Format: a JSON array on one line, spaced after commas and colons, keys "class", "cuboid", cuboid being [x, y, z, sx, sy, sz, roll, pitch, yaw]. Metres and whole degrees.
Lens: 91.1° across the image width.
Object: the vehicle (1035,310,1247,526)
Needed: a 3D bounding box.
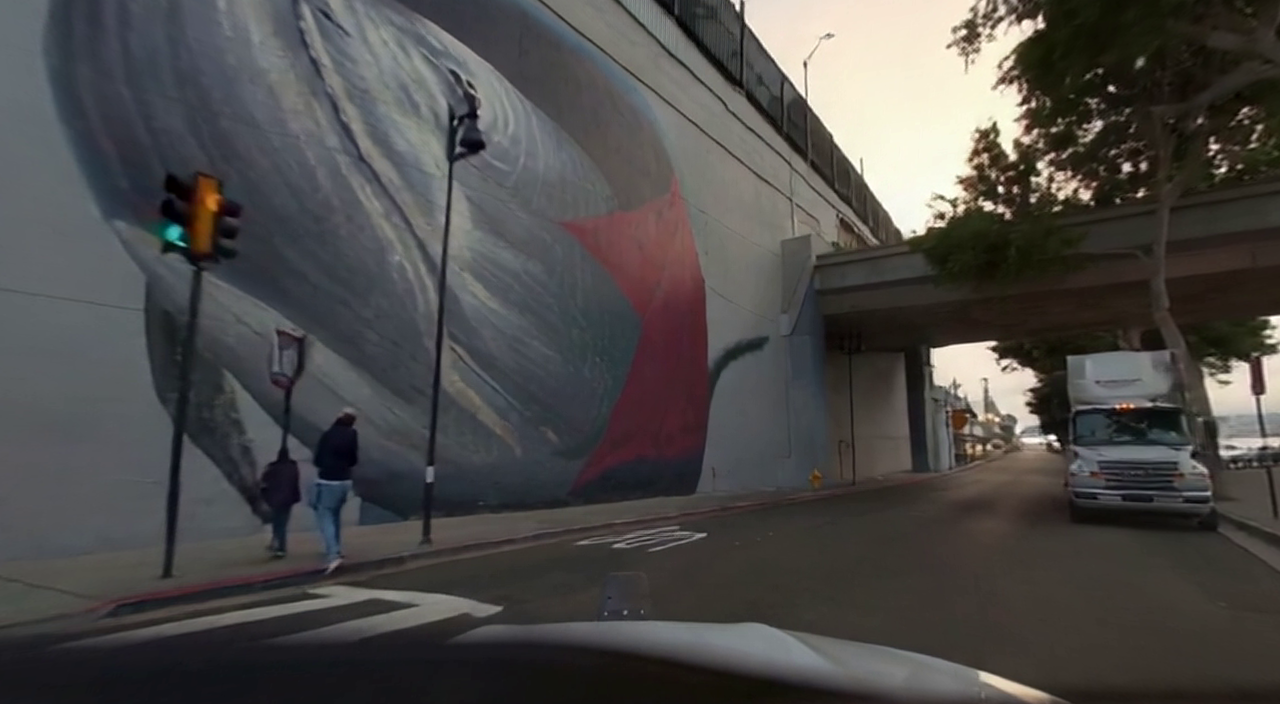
[{"class": "vehicle", "cuboid": [12.189, 1.819, 15.971, 2.849, 3.893, 9.347, -6, -10, 34]}]
